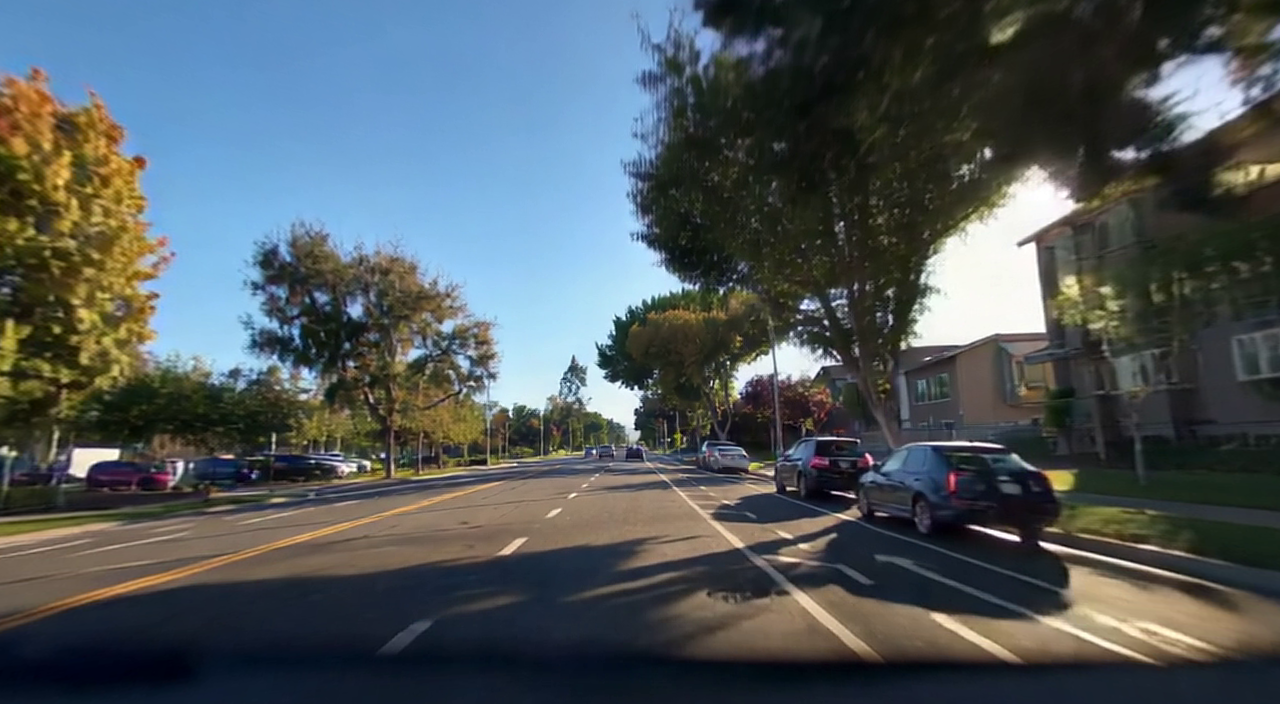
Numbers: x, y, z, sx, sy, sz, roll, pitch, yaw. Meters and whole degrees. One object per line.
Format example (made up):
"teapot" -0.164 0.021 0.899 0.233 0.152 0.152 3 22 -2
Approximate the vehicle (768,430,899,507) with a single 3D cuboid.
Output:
"vehicle" 4.840 2.960 16.518 2.028 1.731 4.241 0 -9 -1

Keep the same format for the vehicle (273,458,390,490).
"vehicle" -15.492 6.160 31.944 4.826 1.491 2.086 1 -9 -4

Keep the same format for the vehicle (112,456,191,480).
"vehicle" -37.072 8.804 48.104 4.414 1.651 1.912 5 -10 -30

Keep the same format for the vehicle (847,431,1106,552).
"vehicle" 4.989 2.090 10.122 1.837 1.532 3.886 1 -9 -3

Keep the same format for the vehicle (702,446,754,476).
"vehicle" 4.462 5.586 32.667 1.935 1.433 4.241 0 -9 -2
